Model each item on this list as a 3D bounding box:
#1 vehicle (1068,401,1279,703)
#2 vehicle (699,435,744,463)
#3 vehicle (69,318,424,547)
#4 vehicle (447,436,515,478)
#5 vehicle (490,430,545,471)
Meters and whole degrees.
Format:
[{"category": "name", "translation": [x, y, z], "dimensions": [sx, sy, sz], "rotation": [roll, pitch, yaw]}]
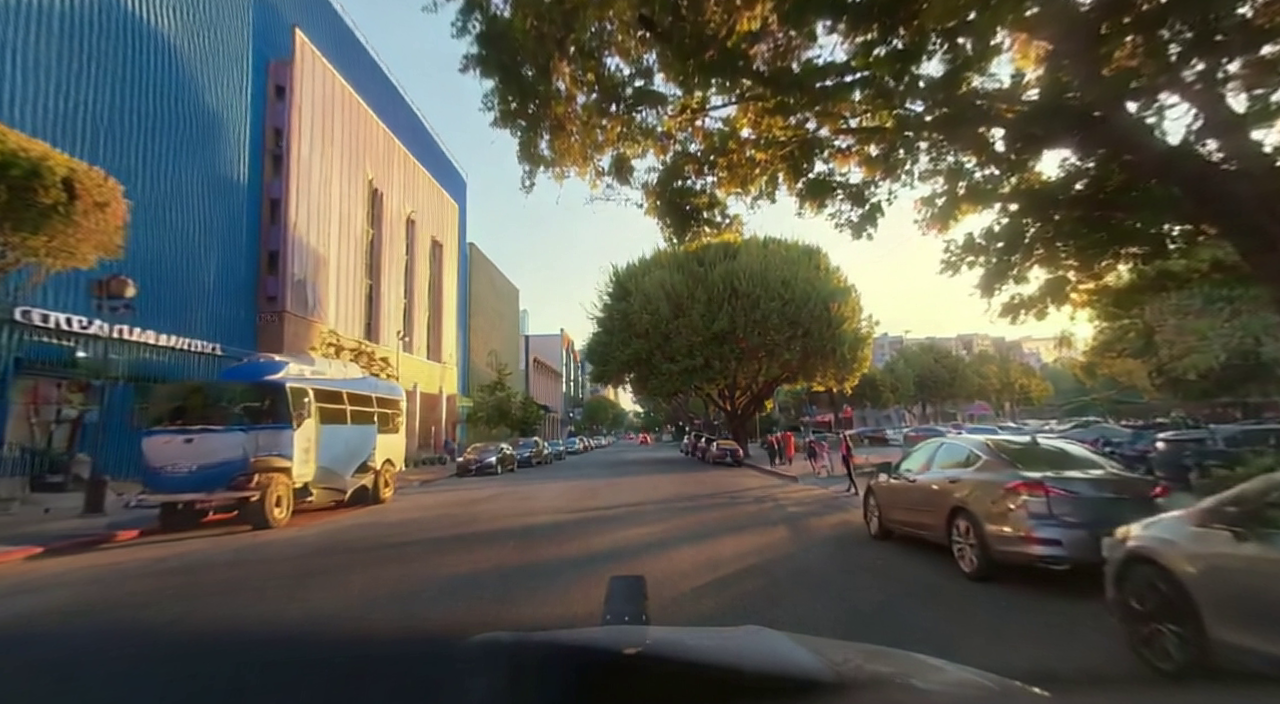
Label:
[{"category": "vehicle", "translation": [3.816, 0.819, 1.554], "dimensions": [2.065, 1.520, 4.853], "rotation": [0, -7, -1]}, {"category": "vehicle", "translation": [4.654, 5.585, 36.624], "dimensions": [1.973, 1.494, 4.867], "rotation": [0, -7, 0]}, {"category": "vehicle", "translation": [-6.845, 1.515, 12.391], "dimensions": [2.851, 3.375, 6.057], "rotation": [0, -7, 2]}, {"category": "vehicle", "translation": [-6.719, 4.436, 27.075], "dimensions": [1.917, 1.487, 4.659], "rotation": [-2, -7, -3]}, {"category": "vehicle", "translation": [-6.534, 5.259, 34.172], "dimensions": [2.238, 1.891, 4.780], "rotation": [-1, -6, -2]}]
